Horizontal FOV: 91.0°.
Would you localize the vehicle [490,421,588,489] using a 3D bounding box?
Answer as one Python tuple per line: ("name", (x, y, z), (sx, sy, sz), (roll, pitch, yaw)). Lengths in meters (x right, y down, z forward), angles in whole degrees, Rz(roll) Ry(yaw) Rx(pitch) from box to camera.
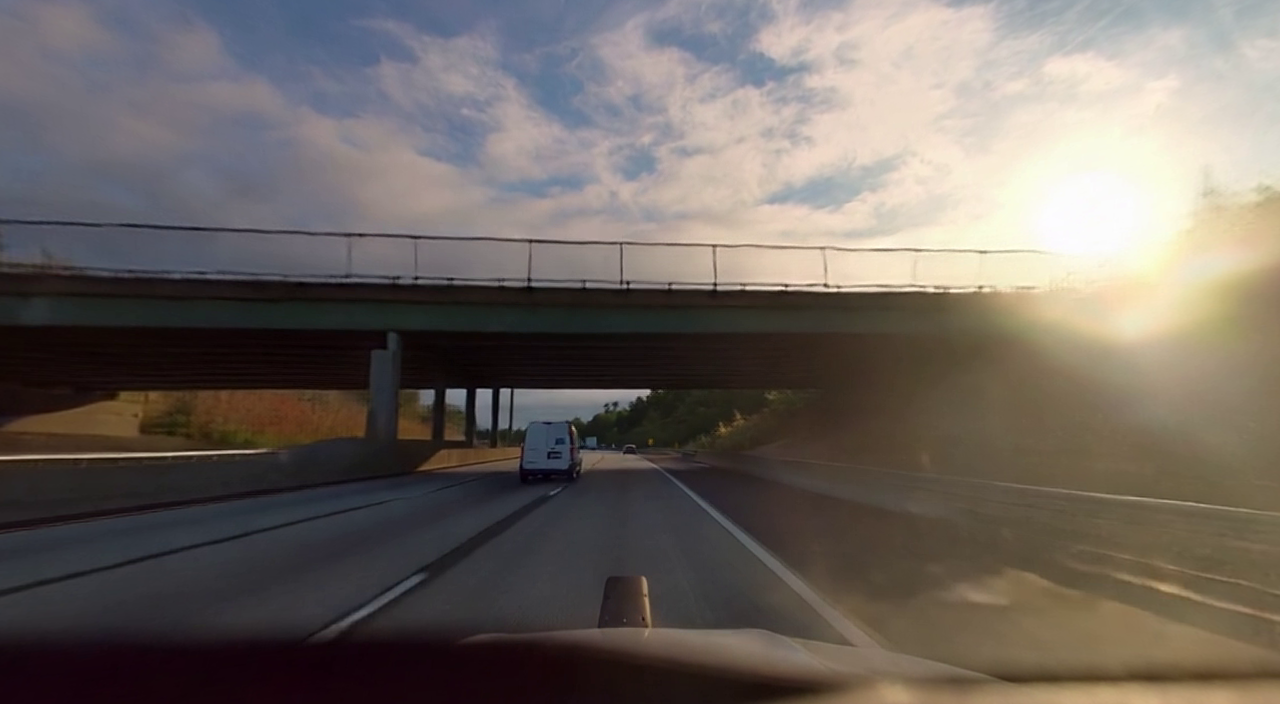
("vehicle", (-3.089, 3.308, 20.492), (2.372, 1.891, 5.061), (0, -8, 0))
